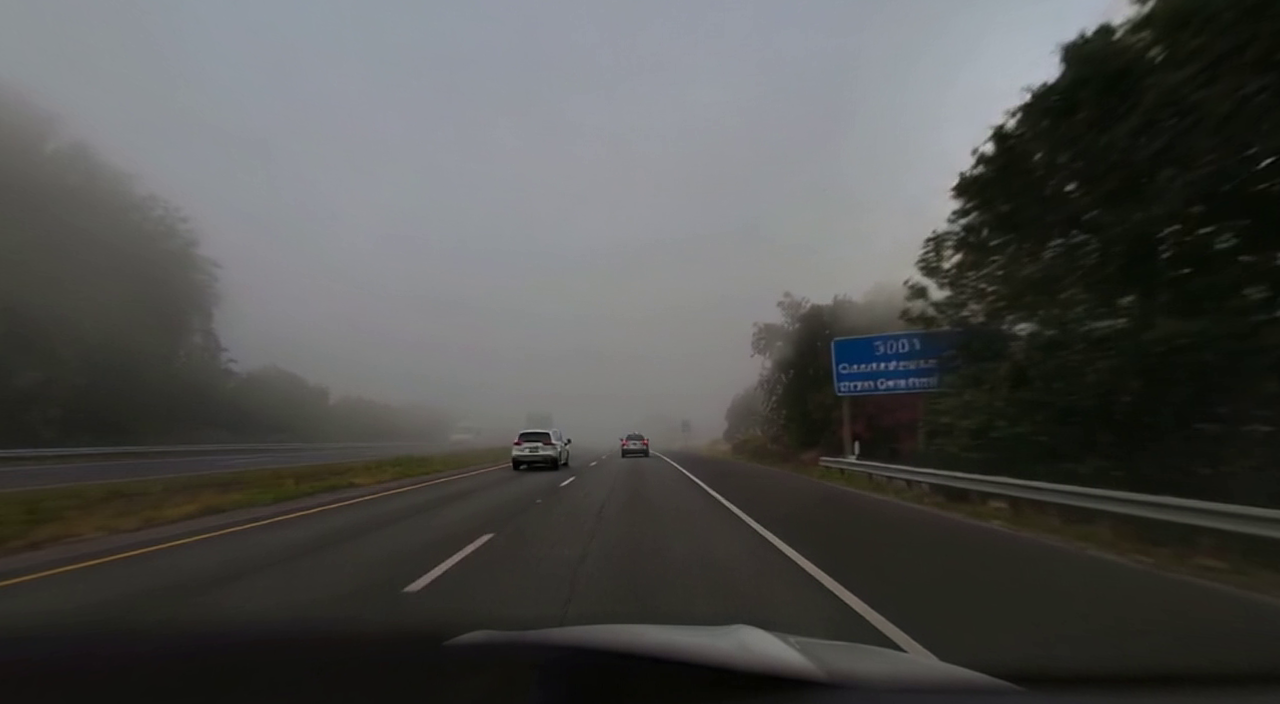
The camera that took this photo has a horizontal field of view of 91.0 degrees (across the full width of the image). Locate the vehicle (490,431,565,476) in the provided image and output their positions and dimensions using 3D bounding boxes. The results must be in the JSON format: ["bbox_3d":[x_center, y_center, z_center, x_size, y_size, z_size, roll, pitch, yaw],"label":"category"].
[{"bbox_3d":[-4.160,3.813,23.960,2.062,1.567,4.117,0,-8,0],"label":"vehicle"}]

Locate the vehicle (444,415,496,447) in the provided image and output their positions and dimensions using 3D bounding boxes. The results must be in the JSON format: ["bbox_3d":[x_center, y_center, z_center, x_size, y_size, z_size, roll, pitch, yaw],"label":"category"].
[{"bbox_3d":[-13.259,6.248,49.530,2.474,2.352,5.794,0,-8,0],"label":"vehicle"}]

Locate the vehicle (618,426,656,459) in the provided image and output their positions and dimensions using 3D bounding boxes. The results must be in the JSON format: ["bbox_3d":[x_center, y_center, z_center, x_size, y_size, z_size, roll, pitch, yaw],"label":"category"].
[{"bbox_3d":[-0.215,5.646,39.401,2.223,1.957,4.416,0,-8,-1],"label":"vehicle"}]
